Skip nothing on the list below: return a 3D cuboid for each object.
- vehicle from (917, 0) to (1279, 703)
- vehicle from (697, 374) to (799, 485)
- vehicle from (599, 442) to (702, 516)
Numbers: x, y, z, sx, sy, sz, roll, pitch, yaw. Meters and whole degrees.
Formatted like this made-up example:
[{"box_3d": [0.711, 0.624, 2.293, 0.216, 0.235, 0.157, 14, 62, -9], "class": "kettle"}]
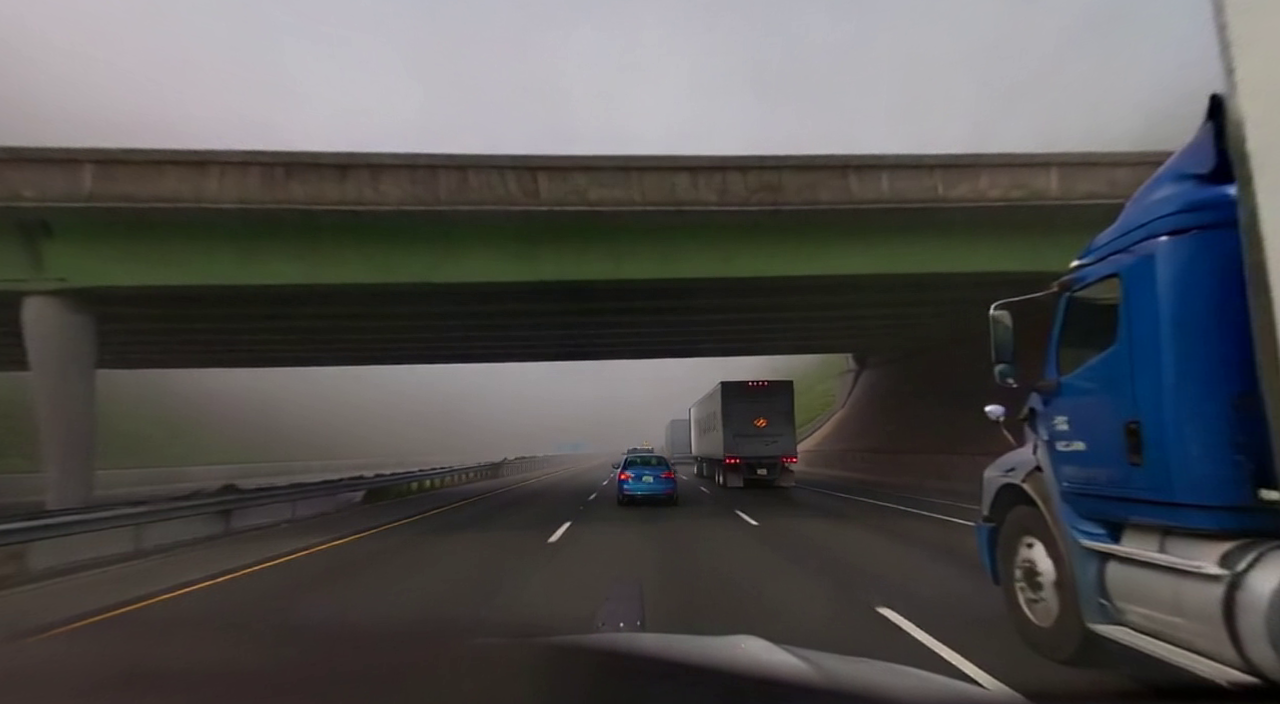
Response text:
[{"box_3d": [4.056, -0.435, 0.632, 2.884, 3.930, 10.206, 0, -9, 0], "class": "vehicle"}, {"box_3d": [4.337, 3.479, 27.415, 2.801, 4.039, 8.684, 0, -9, 0], "class": "vehicle"}, {"box_3d": [0.215, 2.824, 14.457, 2.029, 1.437, 3.794, 0, -9, 0], "class": "vehicle"}]
